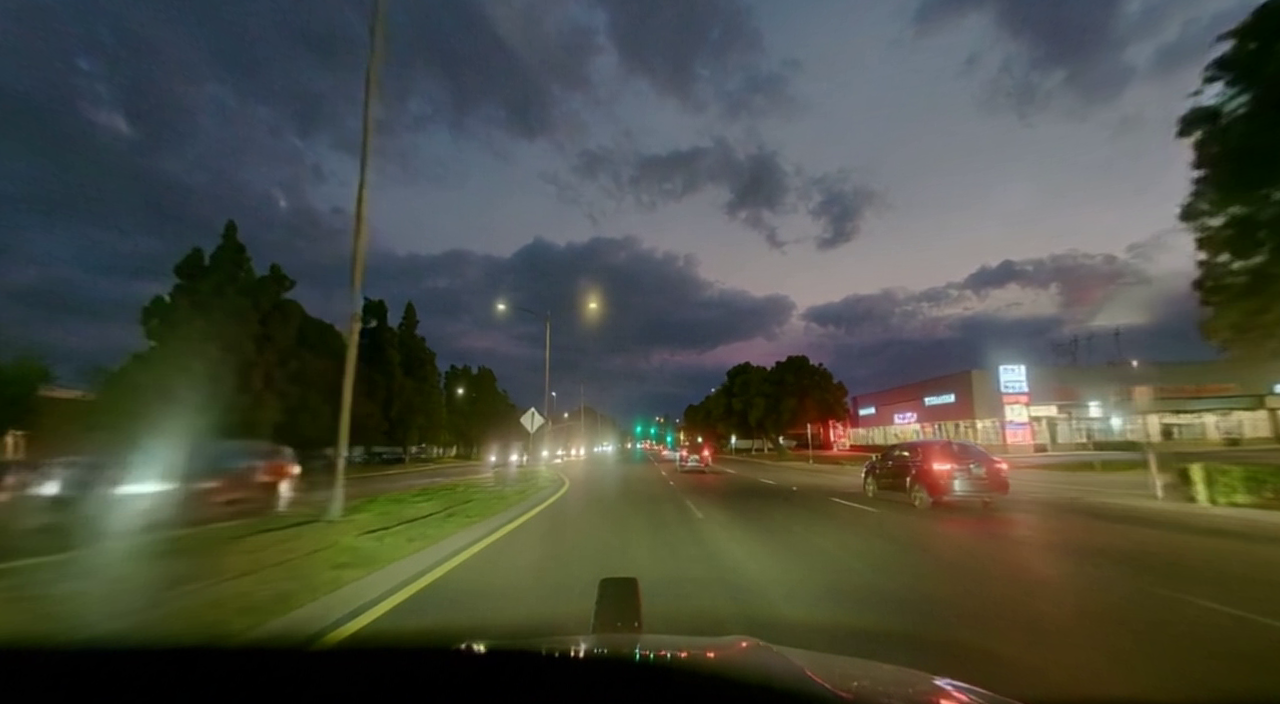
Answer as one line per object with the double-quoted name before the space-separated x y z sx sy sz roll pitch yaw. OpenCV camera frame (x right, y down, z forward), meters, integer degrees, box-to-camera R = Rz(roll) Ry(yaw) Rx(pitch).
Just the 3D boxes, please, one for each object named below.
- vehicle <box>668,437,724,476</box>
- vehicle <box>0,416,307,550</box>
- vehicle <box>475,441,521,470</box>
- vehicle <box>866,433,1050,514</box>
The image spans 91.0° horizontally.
"vehicle" 2.558 4.897 29.716 2.161 1.676 4.151 1 -9 -2
"vehicle" -9.063 2.342 12.072 2.234 1.922 5.699 0 -9 0
"vehicle" -9.560 6.994 42.801 2.118 1.838 4.737 0 -9 -1
"vehicle" 6.831 2.636 14.127 1.886 1.528 4.169 0 -9 -1
